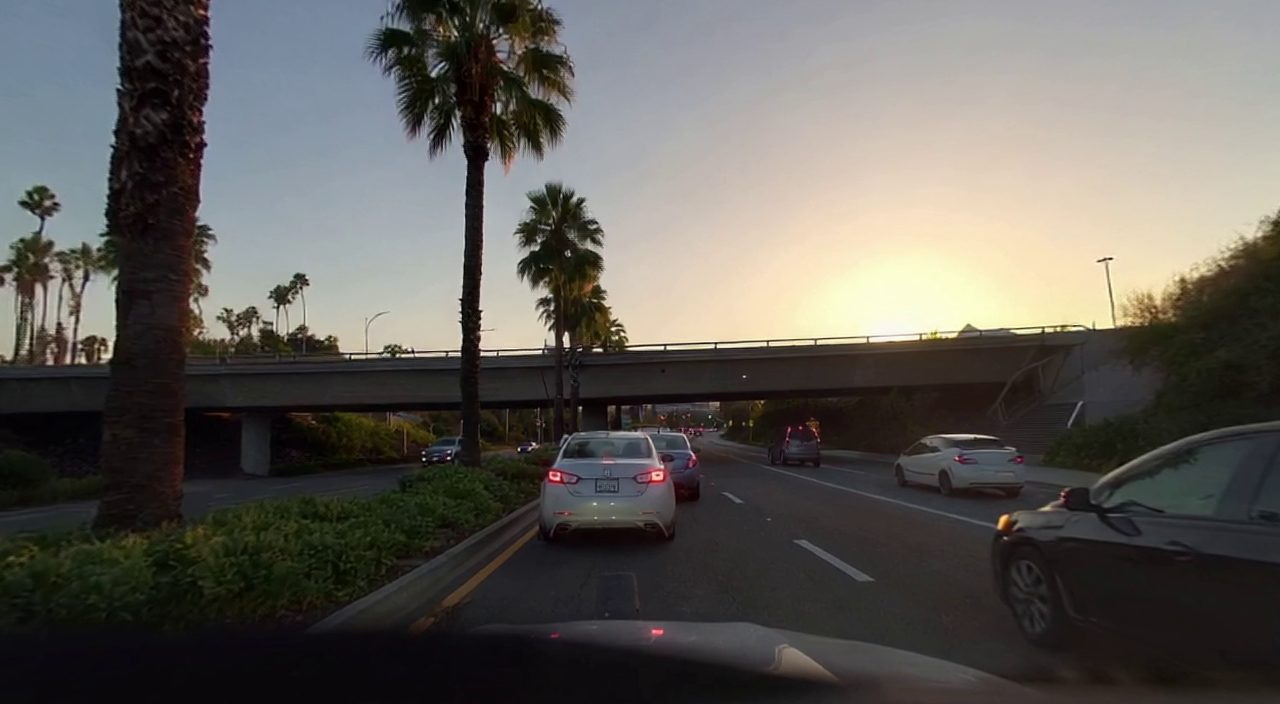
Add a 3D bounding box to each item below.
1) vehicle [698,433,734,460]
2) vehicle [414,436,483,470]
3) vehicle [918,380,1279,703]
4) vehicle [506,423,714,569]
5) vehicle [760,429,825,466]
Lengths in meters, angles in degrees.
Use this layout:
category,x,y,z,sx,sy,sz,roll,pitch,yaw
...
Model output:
category,x,y,z,sx,sy,sz,roll,pitch,yaw
vehicle,5.048,6.306,42.048,1.947,1.716,4.110,0,-8,0
vehicle,-11.894,6.302,39.507,2.386,1.943,5.700,0,-8,1
vehicle,3.386,0.966,2.943,2.034,1.517,4.840,0,-8,1
vehicle,-0.258,1.805,8.632,2.172,1.506,4.018,0,-8,2
vehicle,8.031,5.129,33.648,2.242,1.817,4.837,0,-8,0
